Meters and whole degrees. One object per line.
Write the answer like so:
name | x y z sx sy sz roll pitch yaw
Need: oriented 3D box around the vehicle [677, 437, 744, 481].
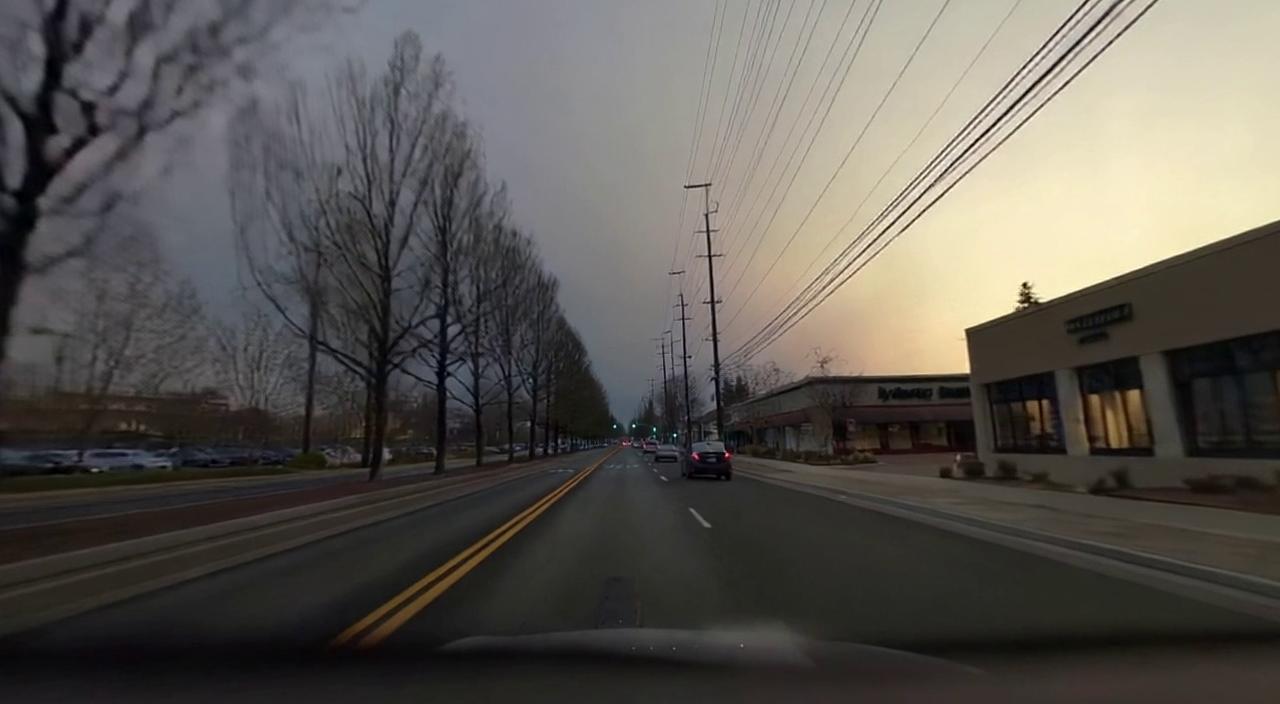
vehicle | 2.514 3.926 23.403 1.975 1.497 3.647 0 -8 -1
